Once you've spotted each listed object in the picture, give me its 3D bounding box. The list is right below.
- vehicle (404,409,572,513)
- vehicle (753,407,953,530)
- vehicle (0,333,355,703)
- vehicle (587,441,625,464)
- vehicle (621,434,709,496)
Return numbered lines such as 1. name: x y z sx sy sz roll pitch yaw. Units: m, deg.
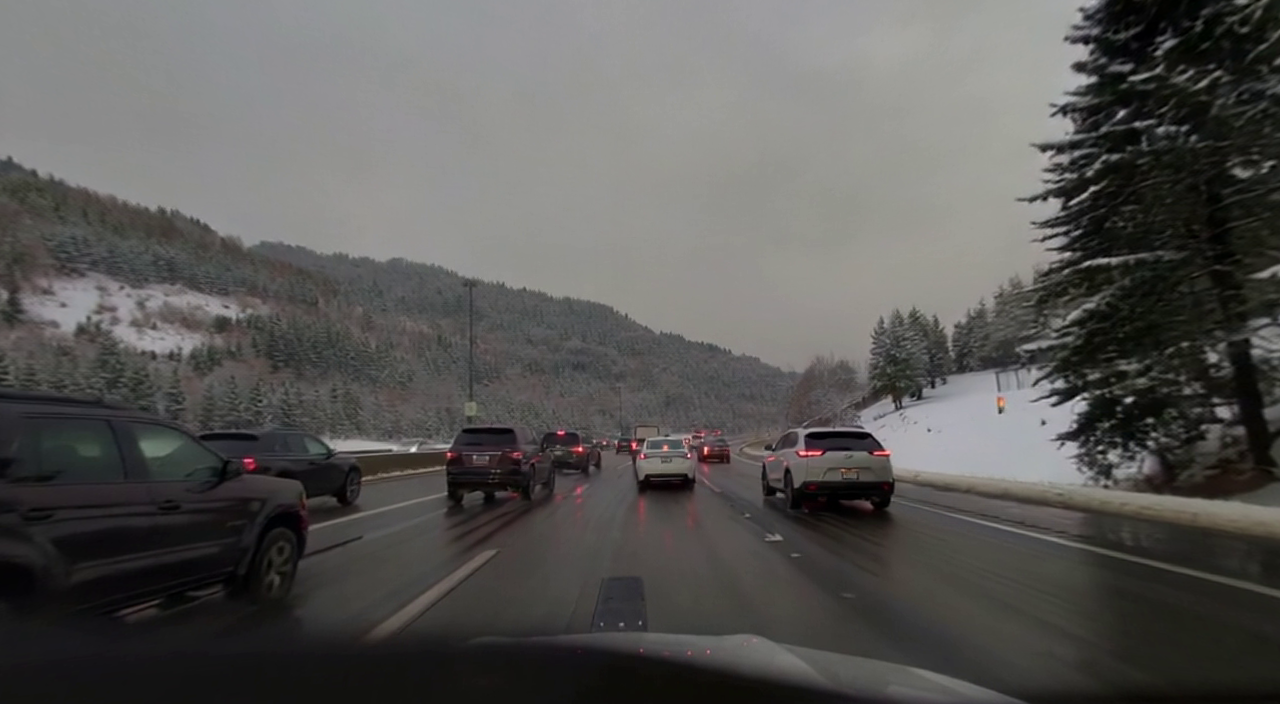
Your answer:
1. vehicle: -3.125 2.416 14.486 2.301 1.902 5.374 0 -8 3
2. vehicle: 3.493 2.017 11.448 2.046 1.765 4.534 0 -8 0
3. vehicle: -3.579 0.890 3.123 2.179 1.723 4.410 0 -8 1
4. vehicle: -2.123 6.327 39.997 1.973 1.378 3.677 -1 -8 3
5. vehicle: 0.658 3.022 17.330 2.105 1.471 4.349 0 -8 1
